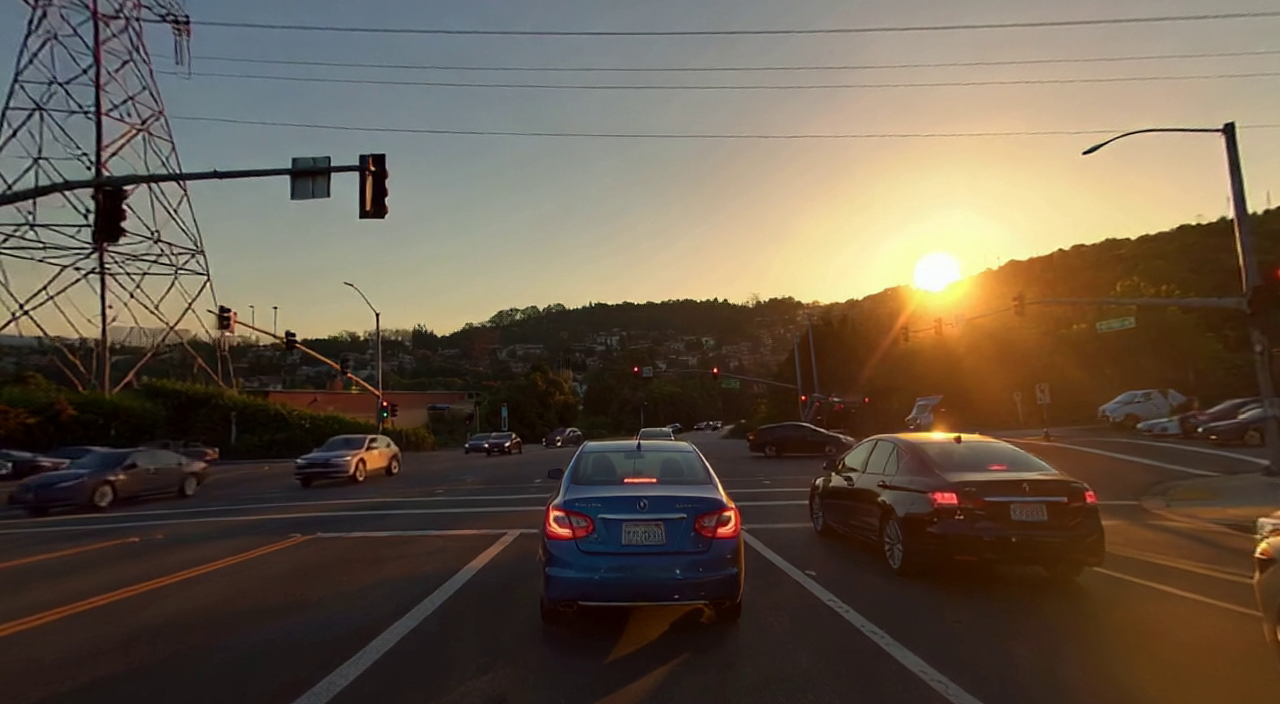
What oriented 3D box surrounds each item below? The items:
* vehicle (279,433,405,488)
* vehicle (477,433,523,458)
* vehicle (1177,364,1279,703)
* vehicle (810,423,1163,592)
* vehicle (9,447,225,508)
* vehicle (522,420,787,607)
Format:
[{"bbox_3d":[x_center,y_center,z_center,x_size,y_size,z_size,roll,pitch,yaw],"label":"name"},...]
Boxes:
[{"bbox_3d":[-9.621,3.514,20.796,1.910,1.597,4.334,-1,-8,2],"label":"vehicle"},{"bbox_3d":[-9.065,6.096,41.170,1.910,1.537,4.123,-1,-8,3],"label":"vehicle"},{"bbox_3d":[3.401,0.590,0.630,1.926,1.614,4.330,0,-8,1],"label":"vehicle"},{"bbox_3d":[3.645,1.684,7.724,1.835,1.473,4.190,0,-8,-2],"label":"vehicle"},{"bbox_3d":[-14.275,3.410,17.665,2.089,1.464,4.520,-1,-8,1],"label":"vehicle"},{"bbox_3d":[0.104,1.597,7.131,2.117,1.474,4.036,0,-8,0],"label":"vehicle"}]
